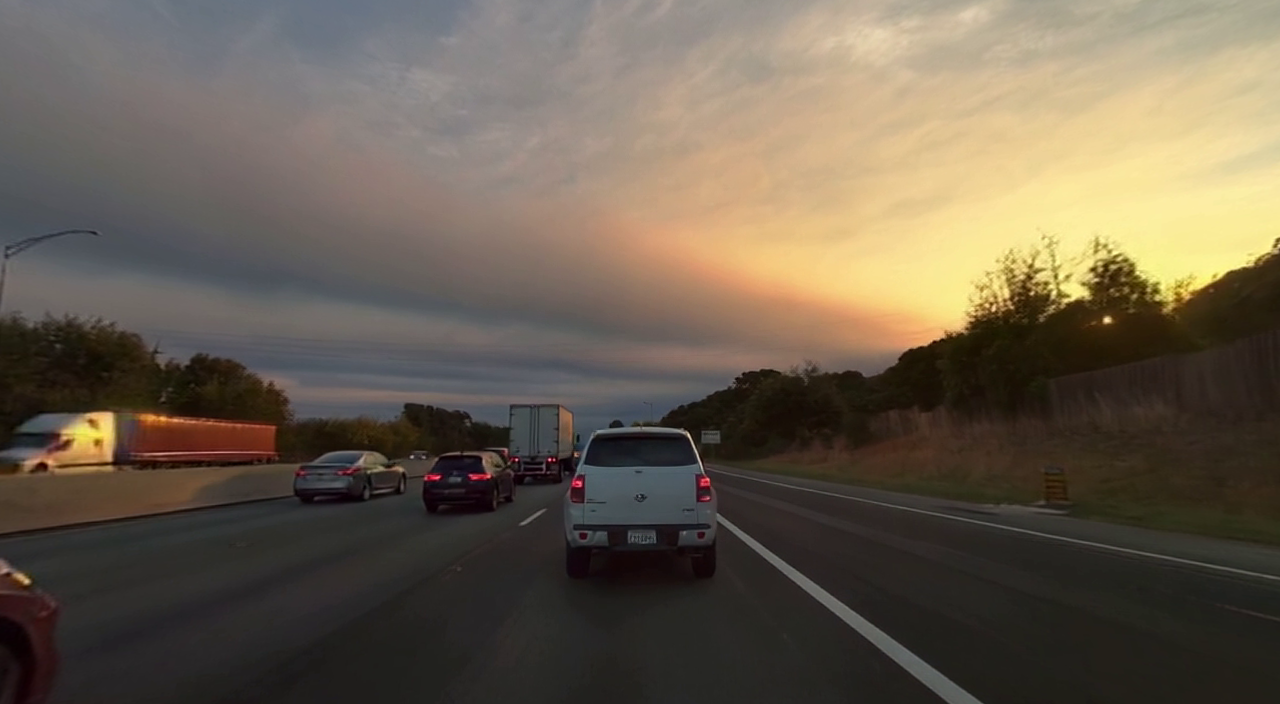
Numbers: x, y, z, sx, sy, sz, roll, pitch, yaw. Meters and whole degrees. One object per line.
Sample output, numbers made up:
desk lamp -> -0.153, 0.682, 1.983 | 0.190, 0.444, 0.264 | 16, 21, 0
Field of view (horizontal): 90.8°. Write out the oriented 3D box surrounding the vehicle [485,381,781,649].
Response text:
vehicle -> -0.090, 1.361, 6.062 | 1.995, 1.798, 3.380 | 0, -9, -1

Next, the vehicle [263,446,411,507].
vehicle -> -8.210, 3.393, 17.693 | 1.874, 1.470, 4.576 | 0, -9, 0

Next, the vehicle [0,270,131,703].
vehicle -> -3.914, 0.438, 1.089 | 2.055, 2.144, 4.782 | 0, -9, -1

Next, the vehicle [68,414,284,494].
vehicle -> -23.141, 5.251, 32.775 | 2.735, 3.428, 11.168 | 0, -9, 0

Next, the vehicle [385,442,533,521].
vehicle -> -3.896, 2.851, 14.481 | 1.986, 1.501, 4.407 | -1, -9, 1
